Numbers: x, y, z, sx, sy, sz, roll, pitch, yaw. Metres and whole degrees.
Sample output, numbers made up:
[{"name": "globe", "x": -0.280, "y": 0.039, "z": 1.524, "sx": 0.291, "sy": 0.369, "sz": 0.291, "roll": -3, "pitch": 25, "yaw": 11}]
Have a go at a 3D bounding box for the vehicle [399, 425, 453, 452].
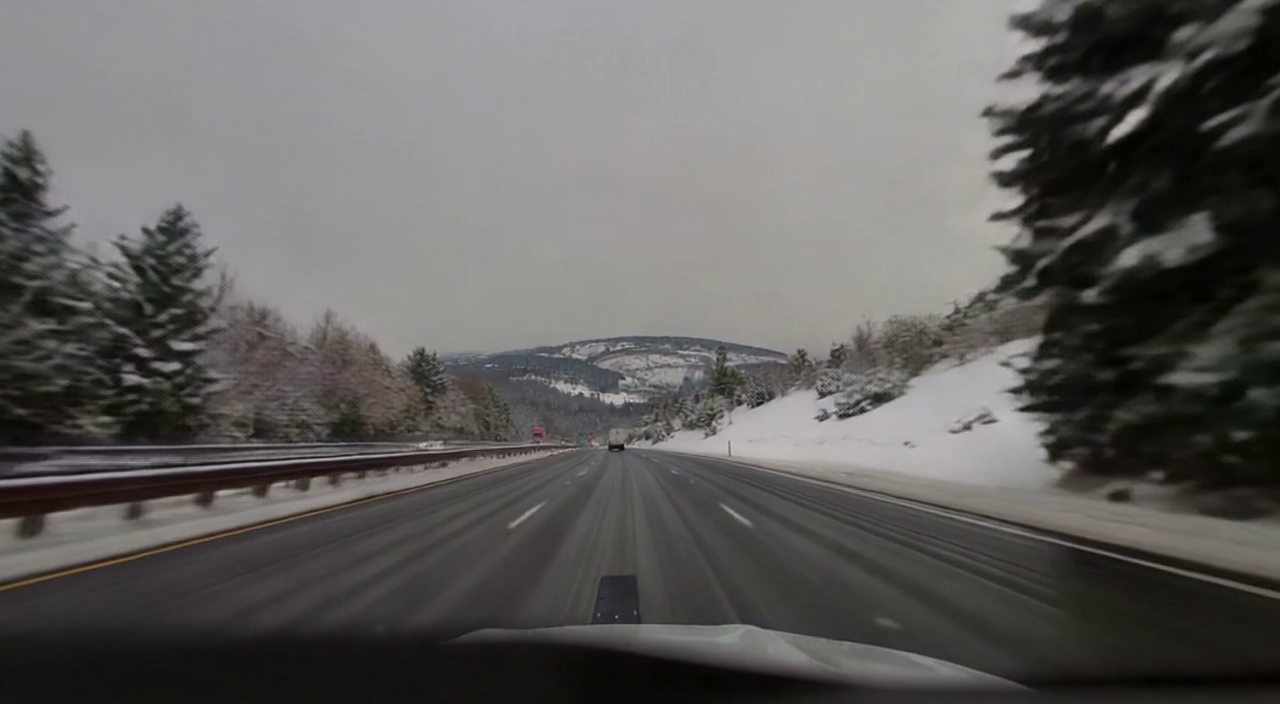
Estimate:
[{"name": "vehicle", "x": -13.267, "y": 5.438, "z": 39.298, "sx": 1.954, "sy": 1.573, "sz": 4.356, "roll": 0, "pitch": -8, "yaw": -2}]
